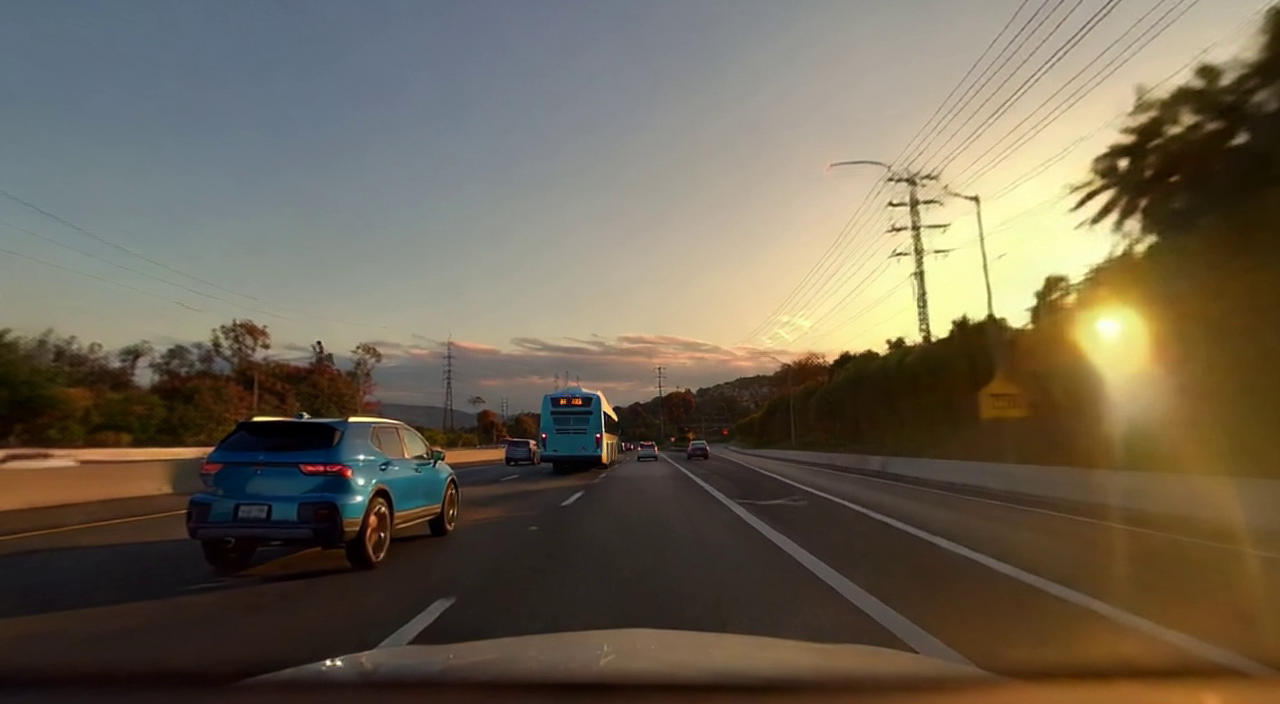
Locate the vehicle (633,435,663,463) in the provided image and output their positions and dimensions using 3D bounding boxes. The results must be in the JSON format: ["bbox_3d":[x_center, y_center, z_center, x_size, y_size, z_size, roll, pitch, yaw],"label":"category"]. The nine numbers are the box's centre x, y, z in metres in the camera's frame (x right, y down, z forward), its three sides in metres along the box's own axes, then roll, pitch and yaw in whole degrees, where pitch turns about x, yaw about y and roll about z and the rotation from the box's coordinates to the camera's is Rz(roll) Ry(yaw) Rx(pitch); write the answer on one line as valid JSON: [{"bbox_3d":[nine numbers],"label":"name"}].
[{"bbox_3d":[0.592,7.208,46.900,2.083,2.001,4.782,0,-9,0],"label":"vehicle"}]

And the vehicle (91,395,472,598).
[{"bbox_3d":[-3.662,1.556,7.603,2.021,1.730,4.223,0,-9,1],"label":"vehicle"}]

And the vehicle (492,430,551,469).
[{"bbox_3d":[-6.920,5.843,37.739,2.282,2.116,6.030,0,-9,1],"label":"vehicle"}]

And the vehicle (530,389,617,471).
[{"bbox_3d":[-3.308,4.542,35.264,3.382,3.712,11.766,1,-9,1],"label":"vehicle"}]
